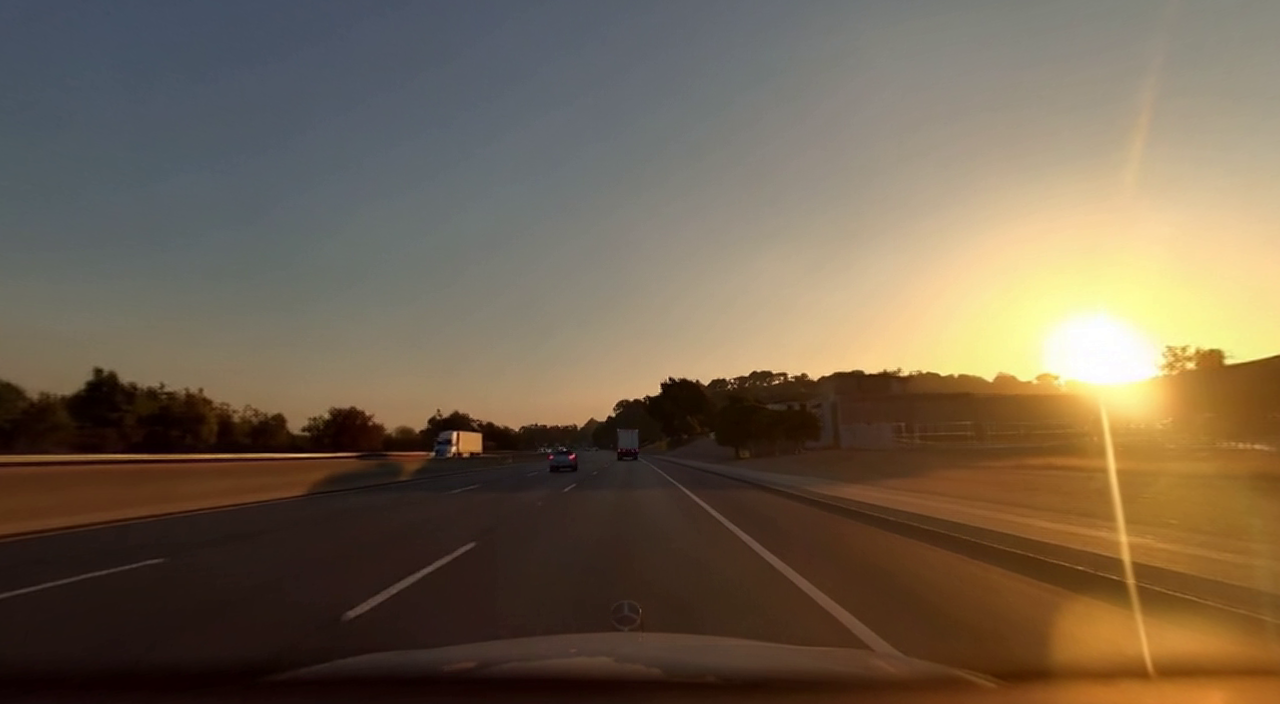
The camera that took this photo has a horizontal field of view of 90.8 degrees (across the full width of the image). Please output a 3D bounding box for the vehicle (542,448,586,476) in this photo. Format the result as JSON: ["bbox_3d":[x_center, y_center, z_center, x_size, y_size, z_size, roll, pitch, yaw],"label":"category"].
[{"bbox_3d":[-4.570,6.670,38.515,2.108,1.573,5.000,0,-9,-1],"label":"vehicle"}]
